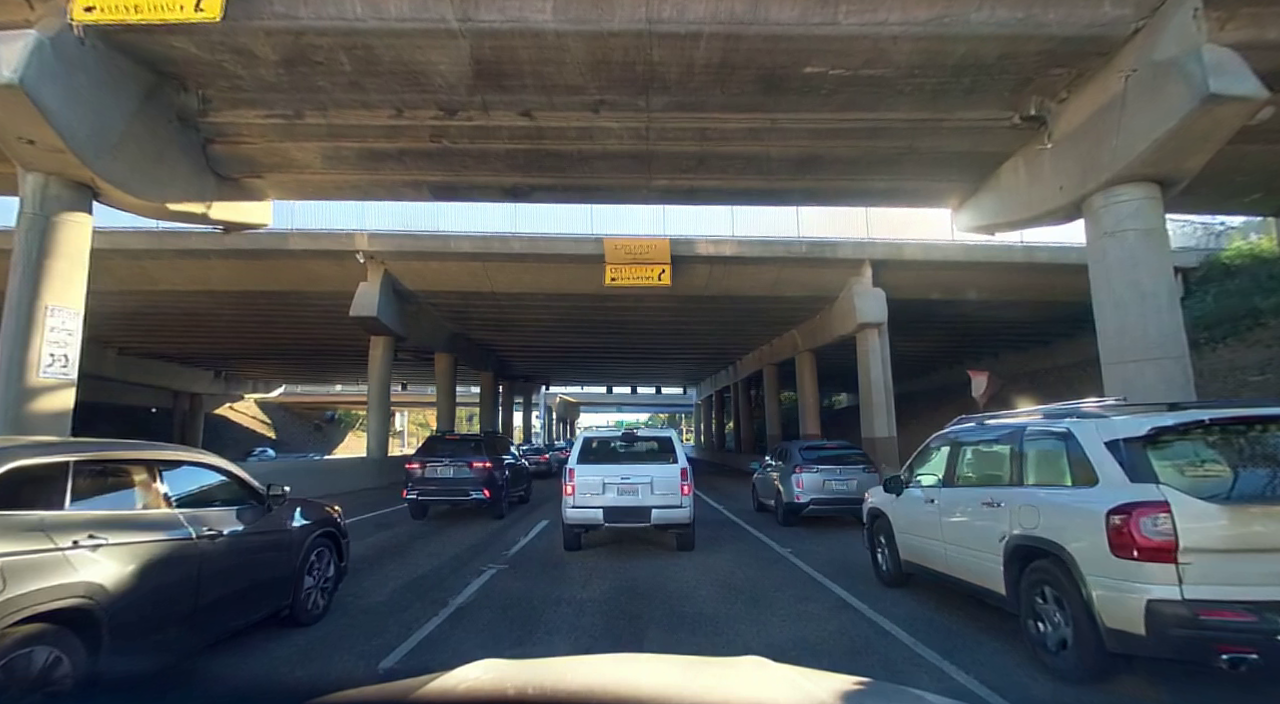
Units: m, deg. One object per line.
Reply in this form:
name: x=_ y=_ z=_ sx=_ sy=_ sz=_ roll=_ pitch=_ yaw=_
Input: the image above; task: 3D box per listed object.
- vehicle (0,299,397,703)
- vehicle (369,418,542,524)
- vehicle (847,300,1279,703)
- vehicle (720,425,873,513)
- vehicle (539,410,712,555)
vehicle: x=-3.393 y=0.911 z=3.616 sx=2.074 sy=1.814 sz=4.596 roll=0 pitch=-8 yaw=1
vehicle: x=-3.338 y=2.250 z=12.371 sx=2.127 sy=1.720 sz=4.064 roll=0 pitch=-8 yaw=0
vehicle: x=3.673 y=1.095 z=5.060 sx=2.401 sy=1.968 sz=4.841 roll=0 pitch=-8 yaw=1
vehicle: x=3.460 y=2.731 z=15.269 sx=2.234 sy=1.720 sz=5.378 roll=0 pitch=-8 yaw=-1
vehicle: x=-0.211 y=1.876 z=9.641 sx=2.097 sy=1.748 sz=3.794 roll=0 pitch=-8 yaw=-1
